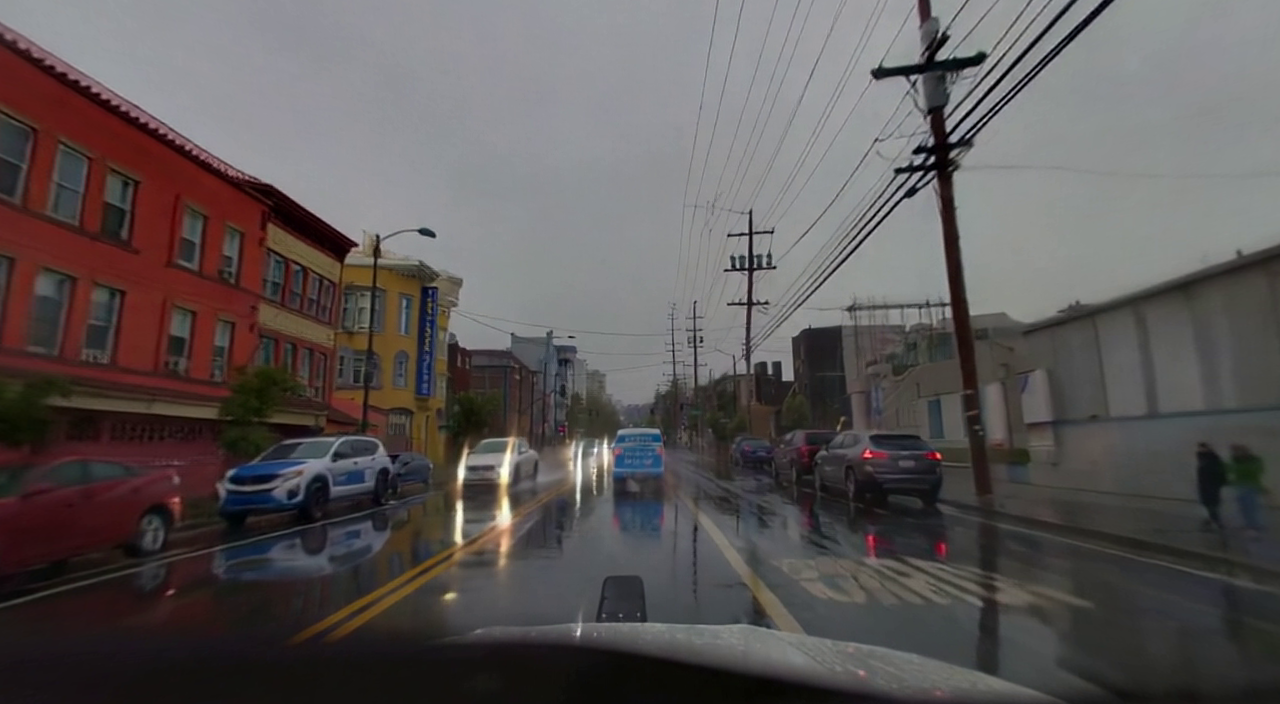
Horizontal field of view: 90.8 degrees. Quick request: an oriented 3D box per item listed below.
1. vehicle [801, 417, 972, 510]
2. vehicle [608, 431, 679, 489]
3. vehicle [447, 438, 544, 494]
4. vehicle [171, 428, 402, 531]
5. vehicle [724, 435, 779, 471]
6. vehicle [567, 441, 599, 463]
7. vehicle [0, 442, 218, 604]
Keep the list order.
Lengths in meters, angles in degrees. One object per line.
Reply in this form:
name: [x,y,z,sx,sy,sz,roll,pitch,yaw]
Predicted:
vehicle: [6.271,2.939,17.116,2.203,2.052,5.975,0,-8,0]
vehicle: [0.121,3.333,19.737,1.980,1.635,3.795,0,-8,1]
vehicle: [-4.273,3.434,19.457,1.944,1.515,4.428,0,-8,0]
vehicle: [-7.397,2.666,14.126,2.095,1.847,5.290,0,-8,0]
vehicle: [6.437,5.896,37.136,2.197,1.917,5.637,0,-8,0]
vehicle: [-4.099,7.279,45.986,1.968,1.524,4.304,0,-8,0]
vehicle: [-7.310,1.854,7.359,1.928,1.552,4.234,0,-8,-2]
